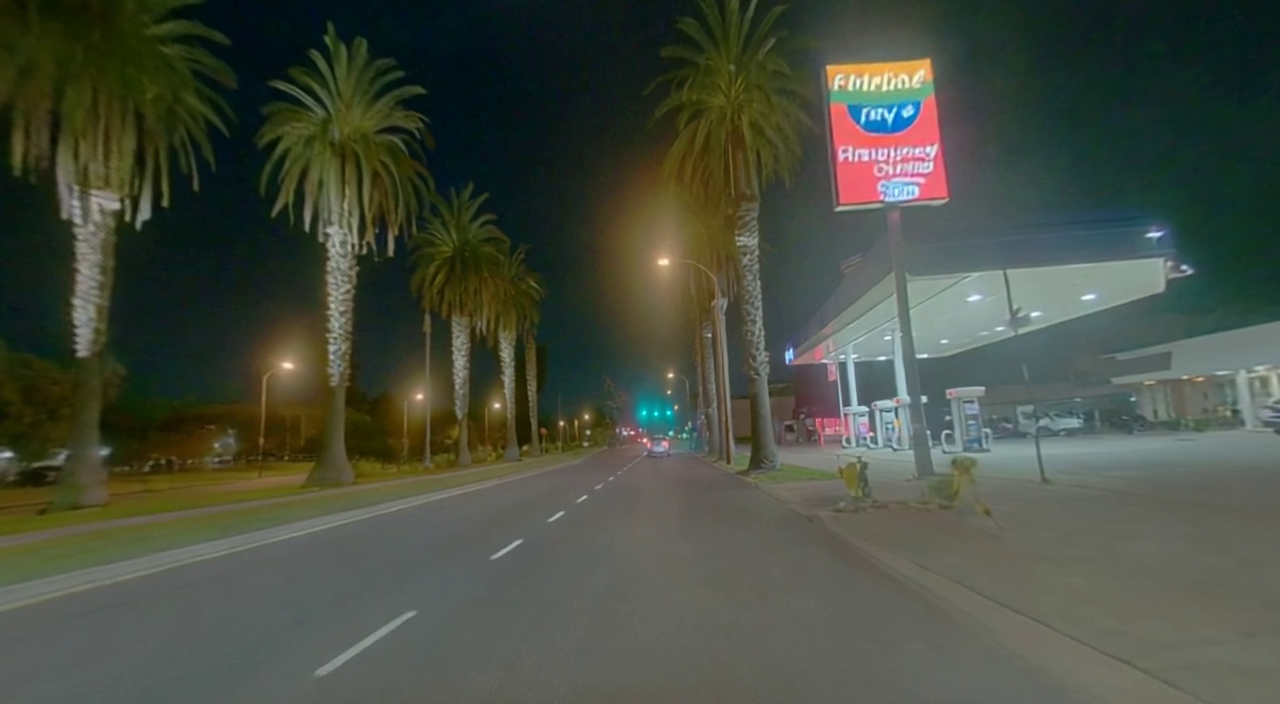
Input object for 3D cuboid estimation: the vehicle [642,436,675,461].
[{"bbox_3d":[1.229,6.247,40.963,2.050,1.509,4.148,0,-8,2],"label":"vehicle"}]
